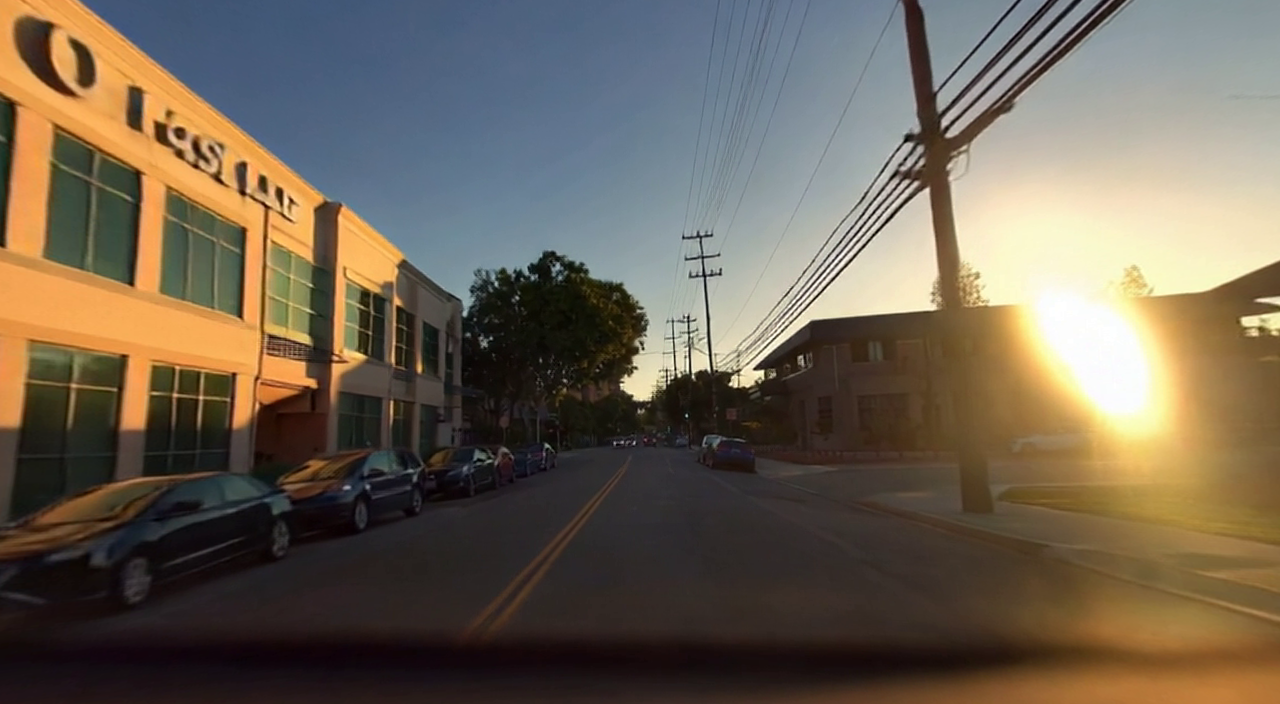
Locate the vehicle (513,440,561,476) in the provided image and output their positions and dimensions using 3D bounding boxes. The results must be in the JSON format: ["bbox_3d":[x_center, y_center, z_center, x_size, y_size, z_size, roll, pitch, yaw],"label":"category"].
[{"bbox_3d":[-5.755,5.930,35.767,2.126,1.864,4.831,0,-8,-2],"label":"vehicle"}]

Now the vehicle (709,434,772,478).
[{"bbox_3d":[3.994,4.210,25.774,1.948,1.607,4.873,0,-8,2],"label":"vehicle"}]

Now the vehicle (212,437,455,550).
[{"bbox_3d":[-5.815,2.698,12.993,2.286,1.836,5.088,-1,-8,2],"label":"vehicle"}]

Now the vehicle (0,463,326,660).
[{"bbox_3d":[-5.960,2.150,7.570,1.982,1.453,4.577,0,-8,1],"label":"vehicle"}]
